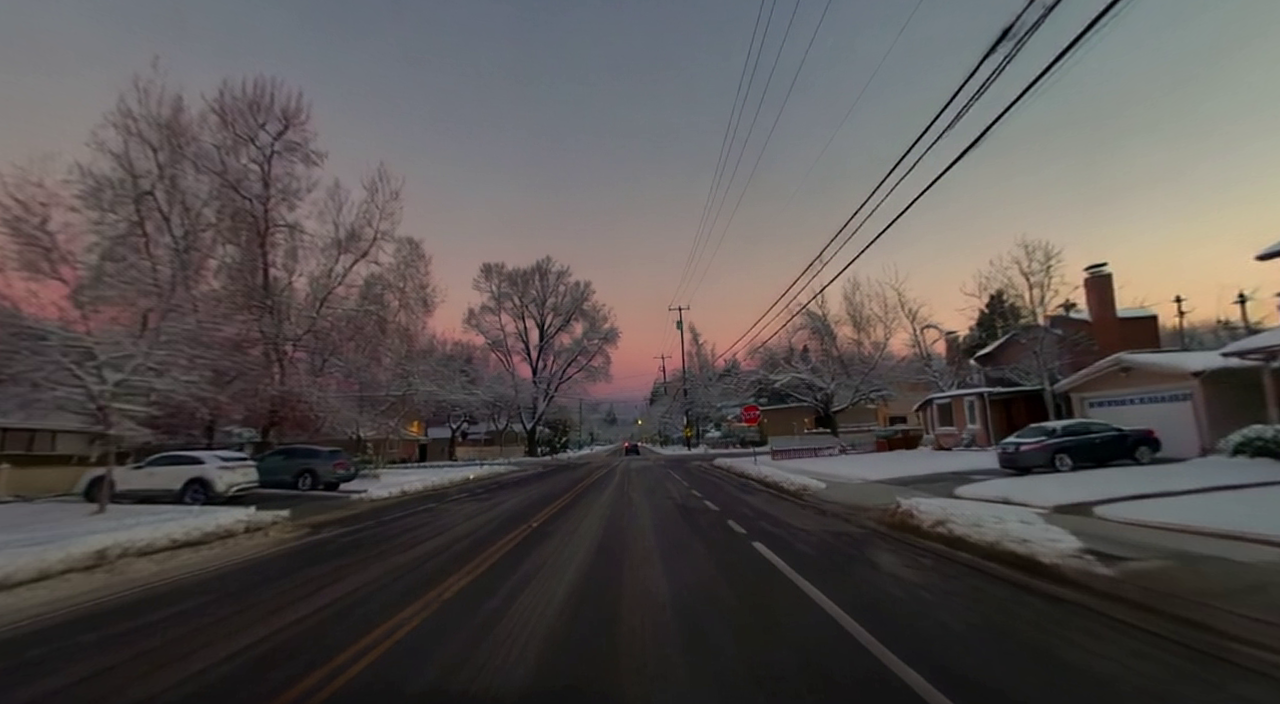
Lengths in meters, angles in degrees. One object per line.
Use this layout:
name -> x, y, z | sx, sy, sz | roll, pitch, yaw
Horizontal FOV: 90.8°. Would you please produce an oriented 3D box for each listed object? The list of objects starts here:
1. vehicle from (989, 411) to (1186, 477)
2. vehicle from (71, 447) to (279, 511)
vehicle -> 13.158, 2.719, 18.693 | 4.653, 1.775, 1.906 | 2, -8, -10
vehicle -> -12.321, 3.362, 16.995 | 3.927, 1.560, 2.049 | 0, -8, -1
